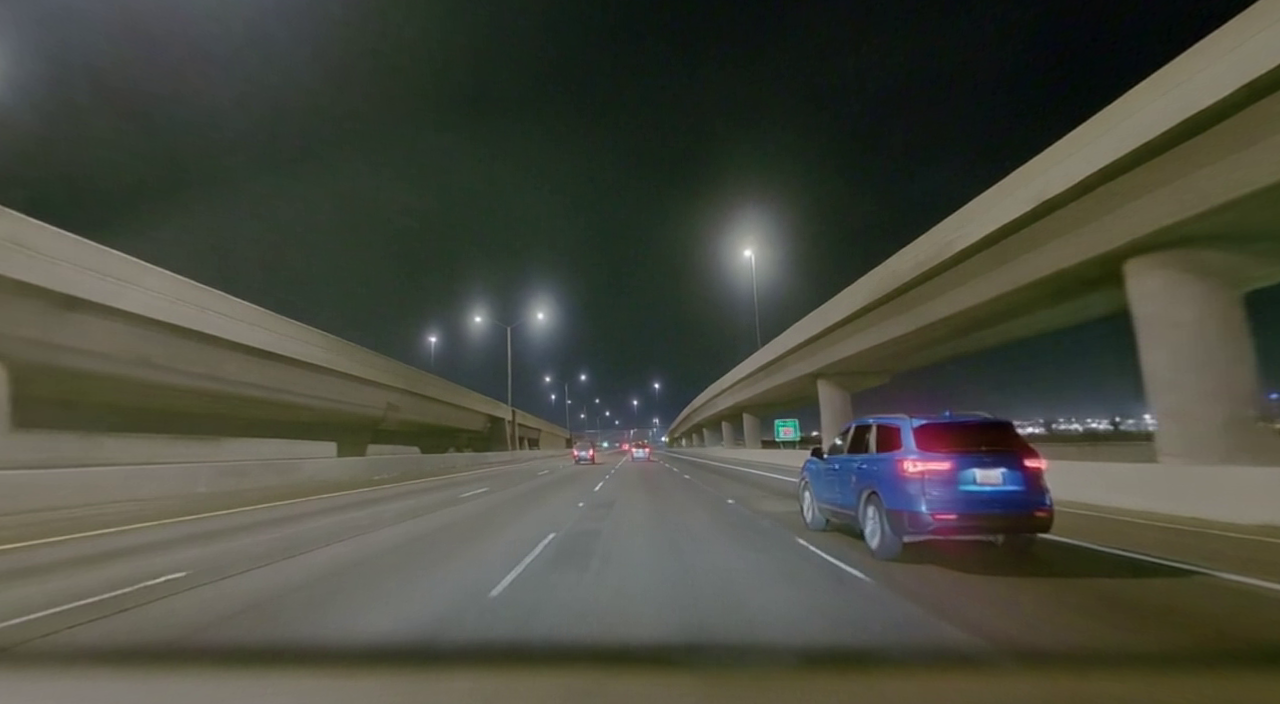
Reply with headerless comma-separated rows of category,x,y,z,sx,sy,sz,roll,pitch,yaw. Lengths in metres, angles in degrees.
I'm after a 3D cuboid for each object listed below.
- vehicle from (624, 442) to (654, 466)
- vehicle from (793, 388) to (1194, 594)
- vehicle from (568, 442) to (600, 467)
vehicle,-0.129,7.561,47.084,2.132,1.657,3.967,0,-8,-2
vehicle,3.772,1.591,8.135,2.288,1.841,4.779,0,-8,-1
vehicle,-3.984,7.339,45.456,2.000,1.646,4.201,0,-8,-1
